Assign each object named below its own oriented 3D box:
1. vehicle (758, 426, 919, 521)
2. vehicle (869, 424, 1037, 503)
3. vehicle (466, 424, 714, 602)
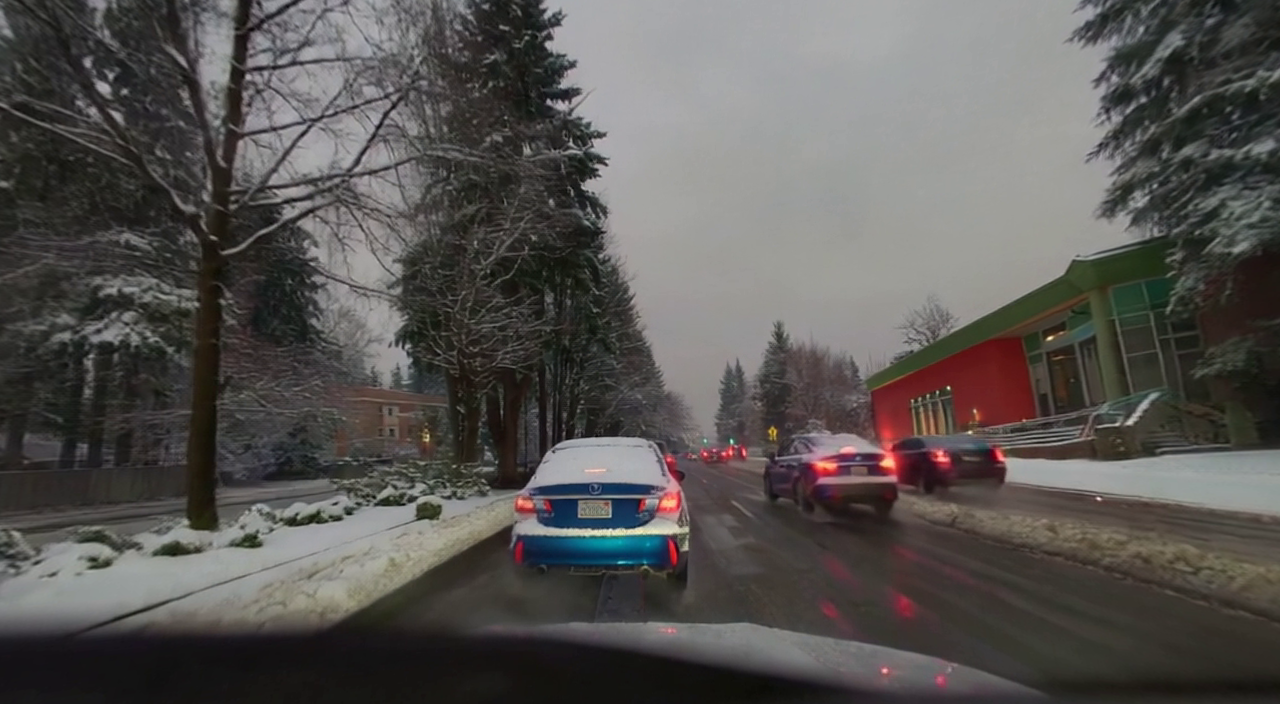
[{"bbox_3d":[3.870,2.446,13.158,1.971,1.637,4.317,0,-9,0],"label":"vehicle"},{"bbox_3d":[7.753,2.806,16.158,2.064,1.747,4.372,0,-9,1],"label":"vehicle"},{"bbox_3d":[-0.431,1.679,7.439,2.111,1.506,4.018,0,-8,0],"label":"vehicle"}]
